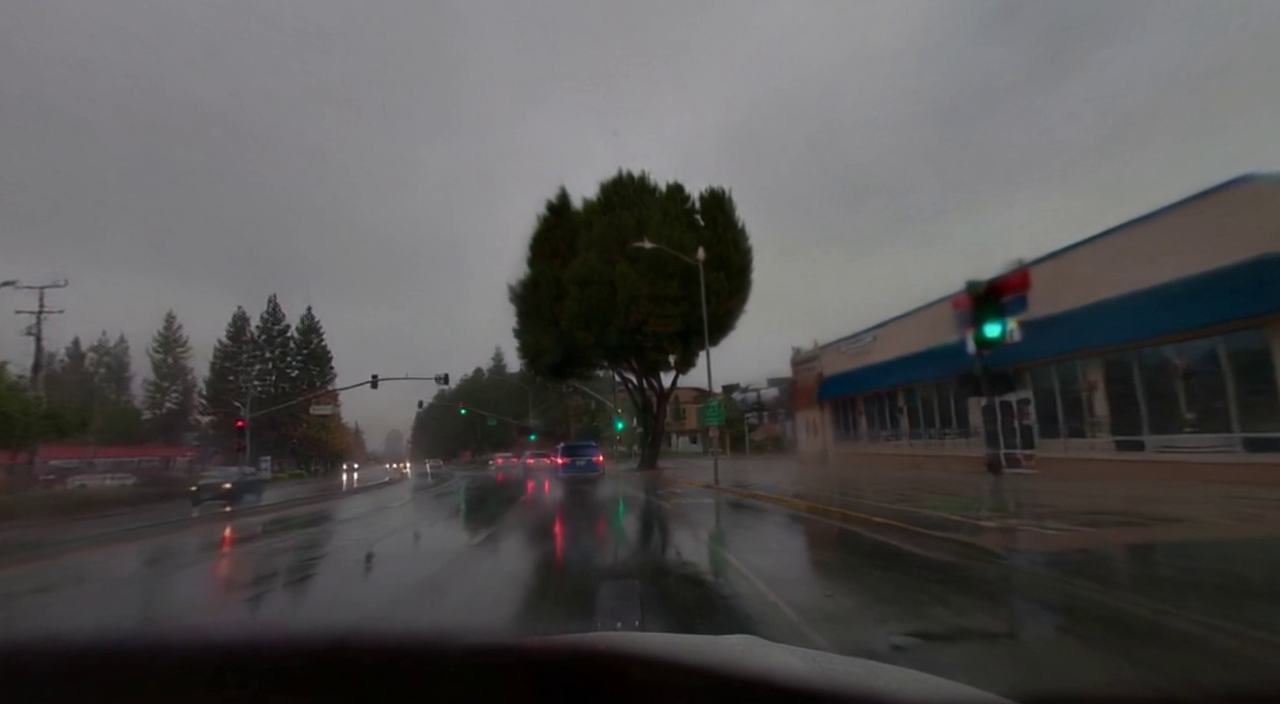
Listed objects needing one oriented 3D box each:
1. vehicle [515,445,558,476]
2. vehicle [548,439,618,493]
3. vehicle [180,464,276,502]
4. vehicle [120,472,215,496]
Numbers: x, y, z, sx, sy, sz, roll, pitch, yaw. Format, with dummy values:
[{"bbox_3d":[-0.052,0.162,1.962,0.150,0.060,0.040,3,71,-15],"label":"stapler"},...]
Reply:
[{"bbox_3d":[-7.065,7.283,42.558,2.067,1.947,4.628,3,-10,-18],"label":"vehicle"},{"bbox_3d":[-2.139,4.069,22.770,2.227,1.733,3.930,2,-9,-9],"label":"vehicle"},{"bbox_3d":[-18.857,6.002,29.201,2.071,1.506,4.604,2,-9,-11],"label":"vehicle"},{"bbox_3d":[-33.048,9.233,44.368,4.804,1.544,2.244,4,-10,-21],"label":"vehicle"}]
